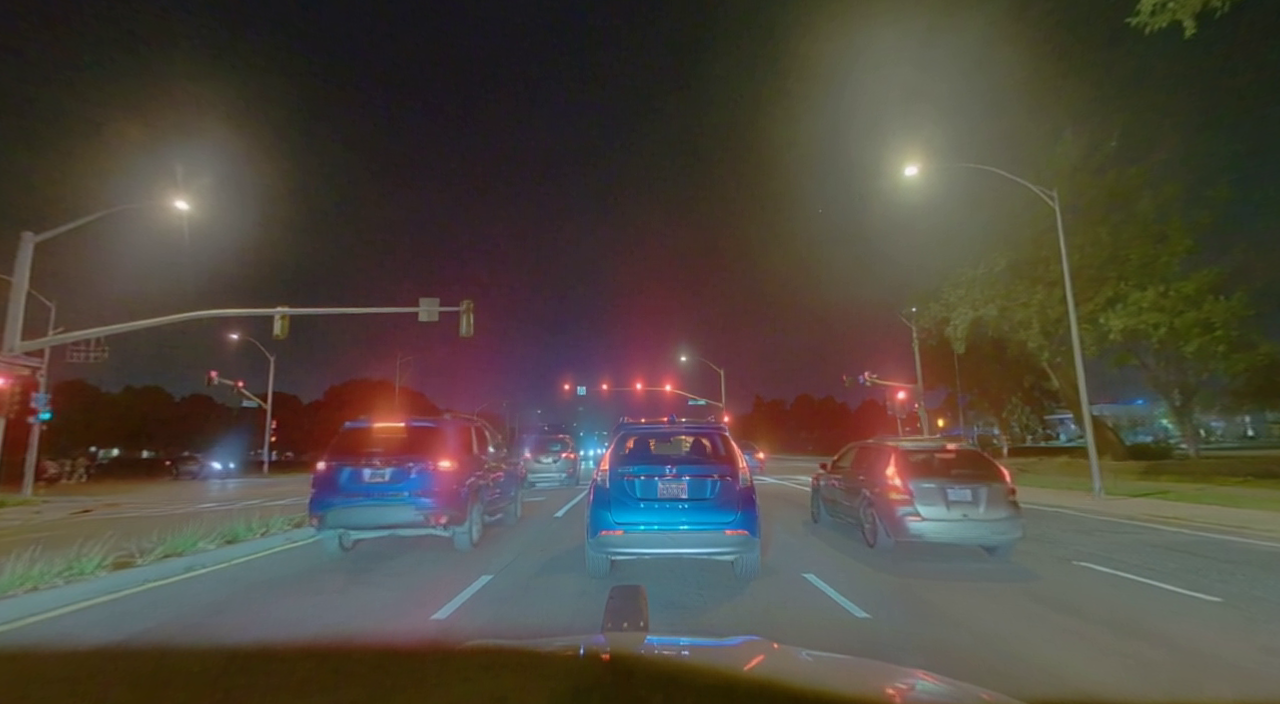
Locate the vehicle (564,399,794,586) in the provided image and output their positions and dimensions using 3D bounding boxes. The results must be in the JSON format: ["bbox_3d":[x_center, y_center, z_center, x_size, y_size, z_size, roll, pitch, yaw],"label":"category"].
[{"bbox_3d":[0.376,1.661,8.229,2.172,1.764,4.338,0,-8,0],"label":"vehicle"}]

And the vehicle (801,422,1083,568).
[{"bbox_3d":[3.858,1.877,9.011,1.954,1.592,3.992,0,-8,-1],"label":"vehicle"}]

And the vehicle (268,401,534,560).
[{"bbox_3d":[-3.181,1.849,9.784,2.209,1.828,4.847,0,-9,0],"label":"vehicle"}]

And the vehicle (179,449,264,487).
[{"bbox_3d":[-20.001,5.483,30.068,4.395,1.636,1.926,-7,-11,37],"label":"vehicle"}]
